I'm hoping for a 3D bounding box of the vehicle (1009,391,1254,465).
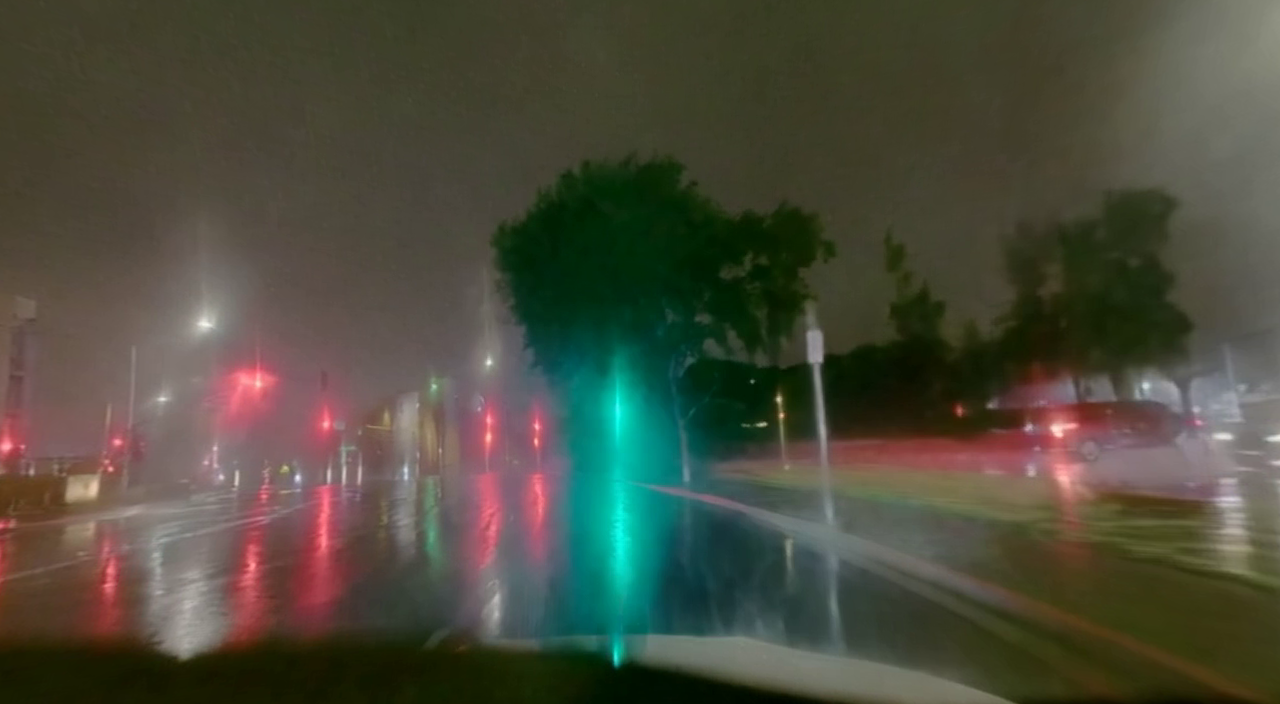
[{"bbox_3d":[11.884,1.880,15.472,4.441,1.654,2.044,1,-9,-7],"label":"vehicle"}]

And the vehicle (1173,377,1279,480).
[{"bbox_3d":[12.099,1.330,10.785,4.400,1.584,1.964,1,-9,-7],"label":"vehicle"}]
